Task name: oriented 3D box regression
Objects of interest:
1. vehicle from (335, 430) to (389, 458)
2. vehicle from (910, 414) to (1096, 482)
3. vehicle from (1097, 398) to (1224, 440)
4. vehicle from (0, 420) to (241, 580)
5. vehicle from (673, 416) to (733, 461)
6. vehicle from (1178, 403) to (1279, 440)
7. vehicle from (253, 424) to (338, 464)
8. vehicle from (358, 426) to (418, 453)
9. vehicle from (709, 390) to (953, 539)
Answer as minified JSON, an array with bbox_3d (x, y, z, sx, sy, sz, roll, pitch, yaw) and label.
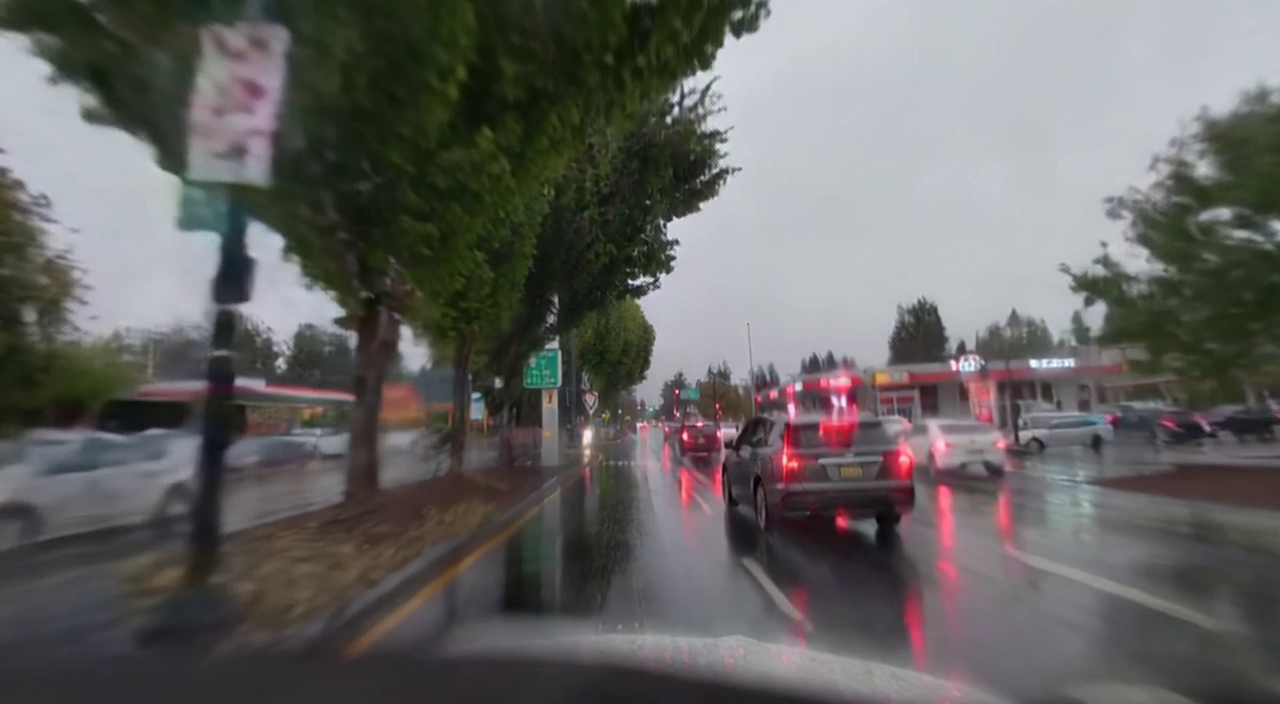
[{"bbox_3d":[-16.673,5.523,37.578,2.290,1.519,4.860,5,-10,-30],"label":"vehicle"},{"bbox_3d":[9.700,2.655,17.496,2.177,1.593,5.027,0,-9,0],"label":"vehicle"},{"bbox_3d":[24.676,3.290,30.122,2.066,1.817,4.675,0,-9,1],"label":"vehicle"},{"bbox_3d":[-7.351,1.696,7.709,2.014,1.566,4.437,0,-9,0],"label":"vehicle"},{"bbox_3d":[2.525,3.642,26.310,1.999,1.679,4.217,0,-9,-1],"label":"vehicle"},{"bbox_3d":[28.266,3.340,29.707,2.131,1.561,3.901,0,-9,-1],"label":"vehicle"},{"bbox_3d":[-18.013,4.860,33.222,1.930,1.935,4.567,0,-9,-1],"label":"vehicle"},{"bbox_3d":[-18.068,6.326,45.359,2.129,1.843,5.067,0,-9,1],"label":"vehicle"},{"bbox_3d":[2.493,1.665,9.801,2.183,1.720,4.842,0,-9,-1],"label":"vehicle"}]
